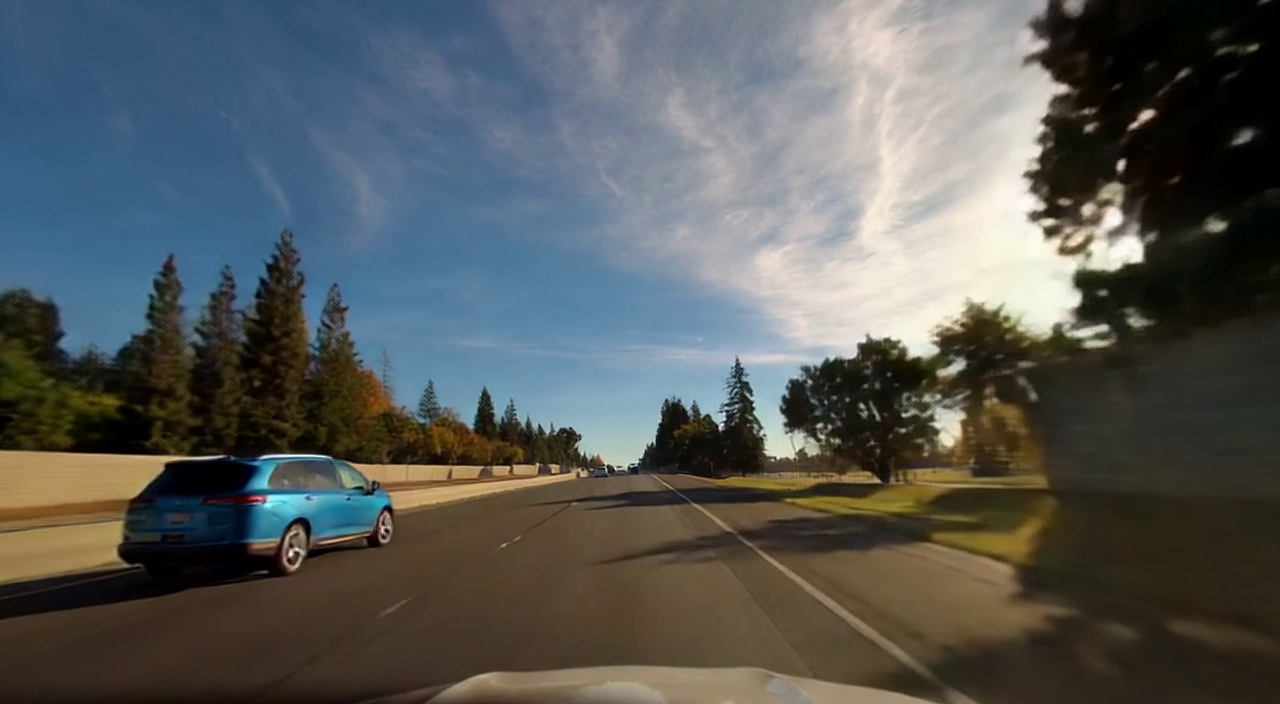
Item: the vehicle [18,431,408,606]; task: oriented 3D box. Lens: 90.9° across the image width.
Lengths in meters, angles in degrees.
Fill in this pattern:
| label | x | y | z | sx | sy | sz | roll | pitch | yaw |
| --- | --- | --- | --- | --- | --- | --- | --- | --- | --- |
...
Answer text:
| label | x | y | z | sx | sy | sz | roll | pitch | yaw |
| --- | --- | --- | --- | --- | --- | --- | --- | --- | --- |
| vehicle | -4.583 | 1.866 | 7.727 | 1.914 | 1.534 | 4.015 | 1 | -10 | 0 |
